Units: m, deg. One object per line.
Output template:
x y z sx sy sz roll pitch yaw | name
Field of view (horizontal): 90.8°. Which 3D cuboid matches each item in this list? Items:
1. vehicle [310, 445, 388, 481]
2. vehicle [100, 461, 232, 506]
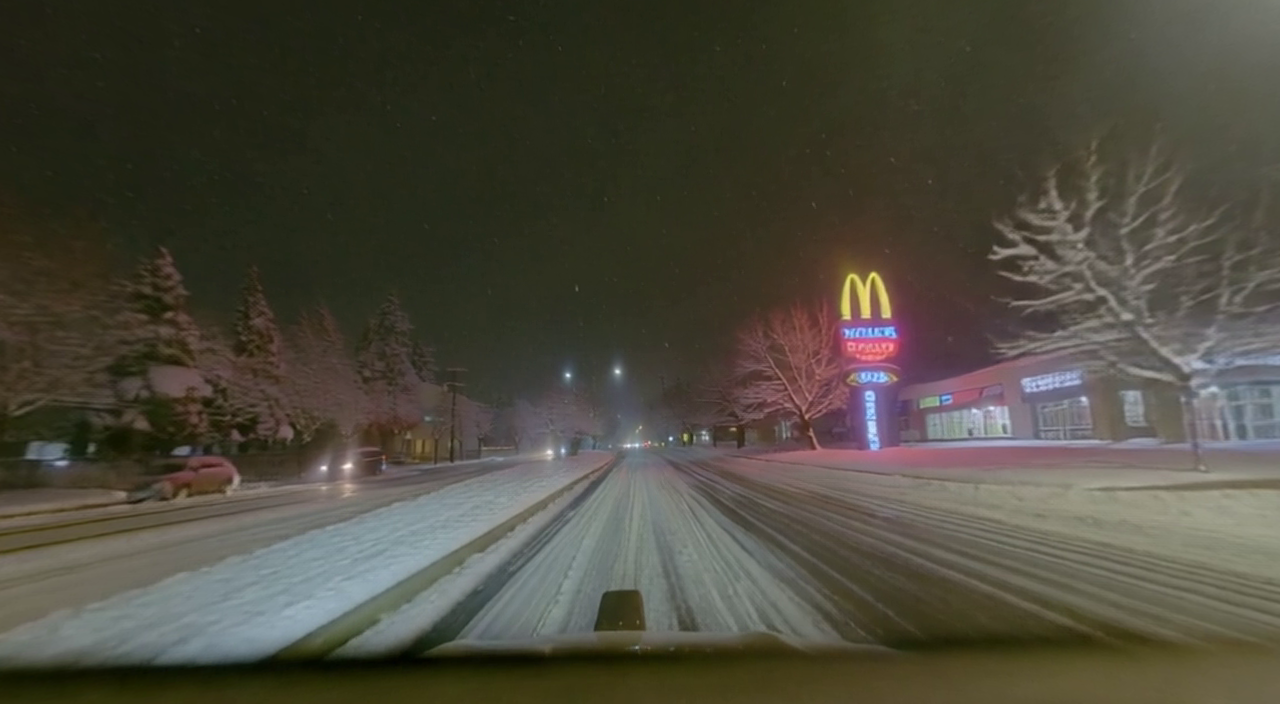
-19.523 7.448 42.824 2.648 2.106 6.148 -2 -8 -3 | vehicle
-19.265 5.334 26.002 2.012 1.471 4.613 -2 -8 -2 | vehicle
